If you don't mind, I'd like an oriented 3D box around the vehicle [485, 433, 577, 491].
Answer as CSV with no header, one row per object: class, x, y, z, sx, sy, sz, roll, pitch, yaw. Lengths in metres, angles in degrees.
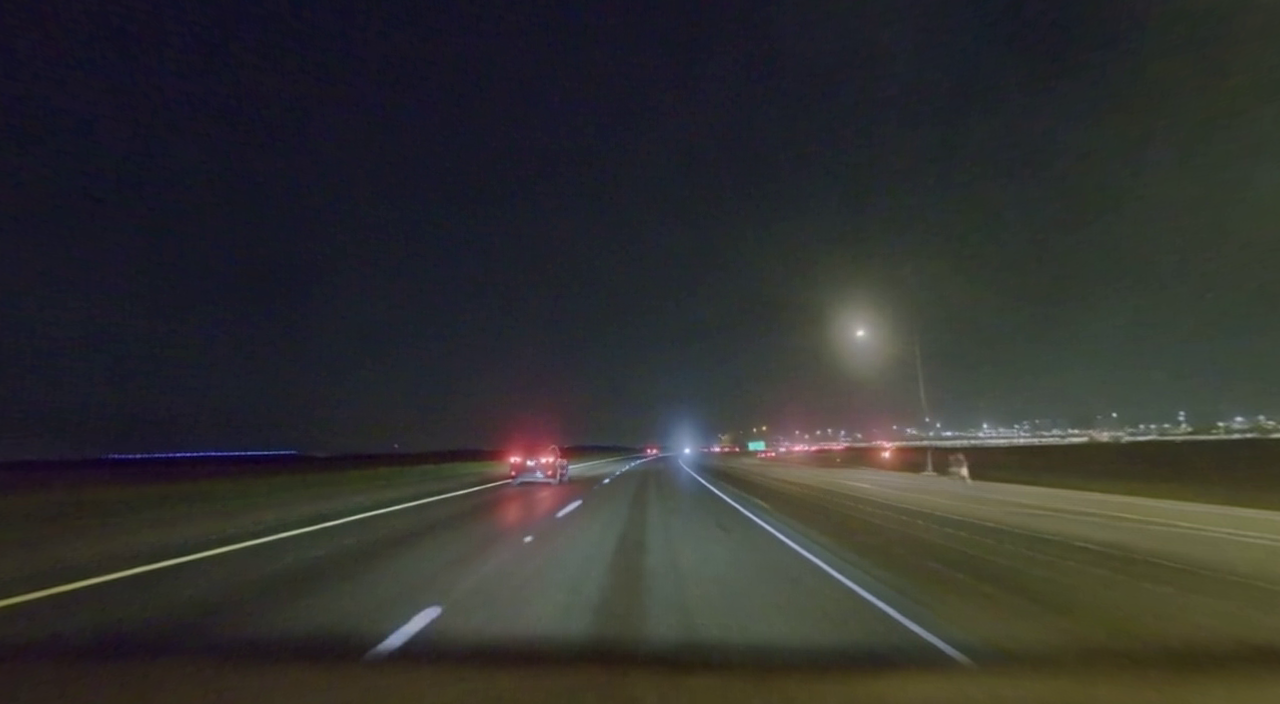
vehicle,-3.601,3.776,21.887,2.193,1.771,4.757,-1,-9,2
